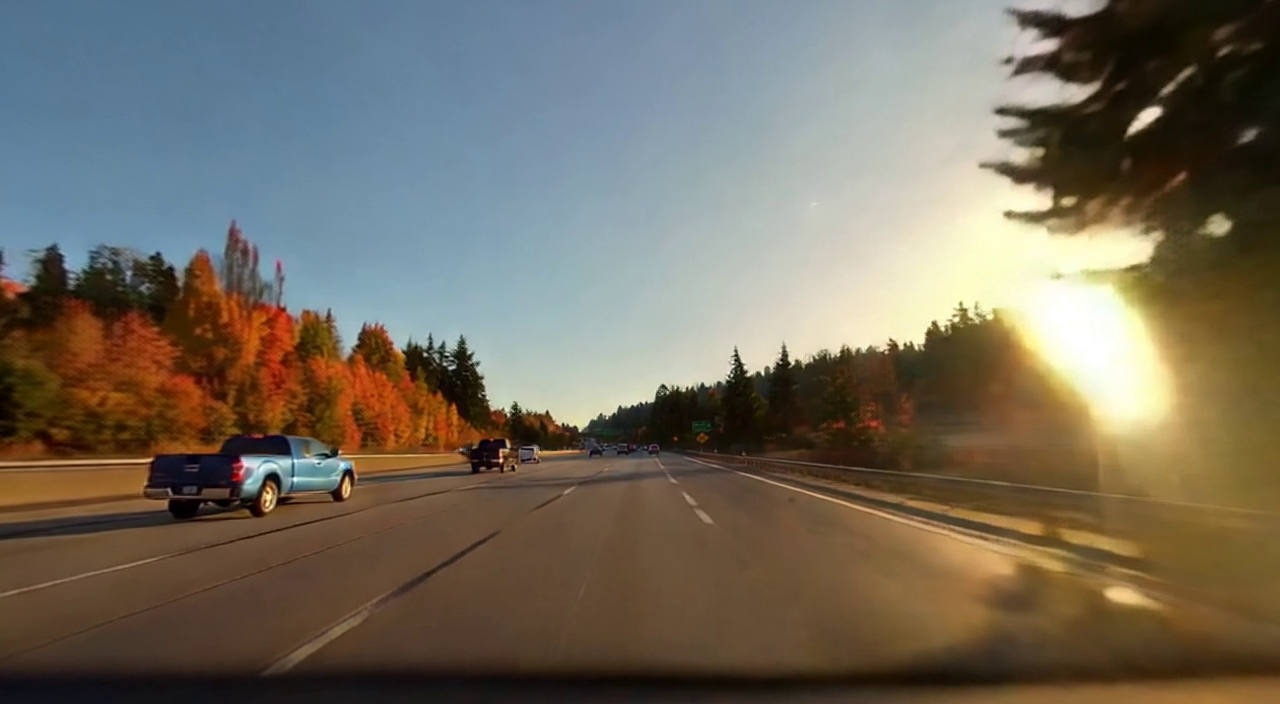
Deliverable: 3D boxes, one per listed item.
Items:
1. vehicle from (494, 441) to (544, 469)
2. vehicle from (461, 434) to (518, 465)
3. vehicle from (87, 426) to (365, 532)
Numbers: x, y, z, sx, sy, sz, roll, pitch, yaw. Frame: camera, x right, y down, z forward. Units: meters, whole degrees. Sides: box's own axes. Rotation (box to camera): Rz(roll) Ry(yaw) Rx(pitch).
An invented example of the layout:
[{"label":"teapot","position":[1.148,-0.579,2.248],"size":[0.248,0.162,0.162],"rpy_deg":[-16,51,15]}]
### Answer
[{"label":"vehicle","position":[-6.812,5.858,36.017],"size":[1.919,1.499,4.234],"rpy_deg":[0,-8,1]},{"label":"vehicle","position":[-10.294,6.727,43.606],"size":[2.347,1.984,5.778],"rpy_deg":[0,-8,2]},{"label":"vehicle","position":[-7.219,2.241,11.803],"size":[1.965,1.567,4.686],"rpy_deg":[0,-8,1]}]
